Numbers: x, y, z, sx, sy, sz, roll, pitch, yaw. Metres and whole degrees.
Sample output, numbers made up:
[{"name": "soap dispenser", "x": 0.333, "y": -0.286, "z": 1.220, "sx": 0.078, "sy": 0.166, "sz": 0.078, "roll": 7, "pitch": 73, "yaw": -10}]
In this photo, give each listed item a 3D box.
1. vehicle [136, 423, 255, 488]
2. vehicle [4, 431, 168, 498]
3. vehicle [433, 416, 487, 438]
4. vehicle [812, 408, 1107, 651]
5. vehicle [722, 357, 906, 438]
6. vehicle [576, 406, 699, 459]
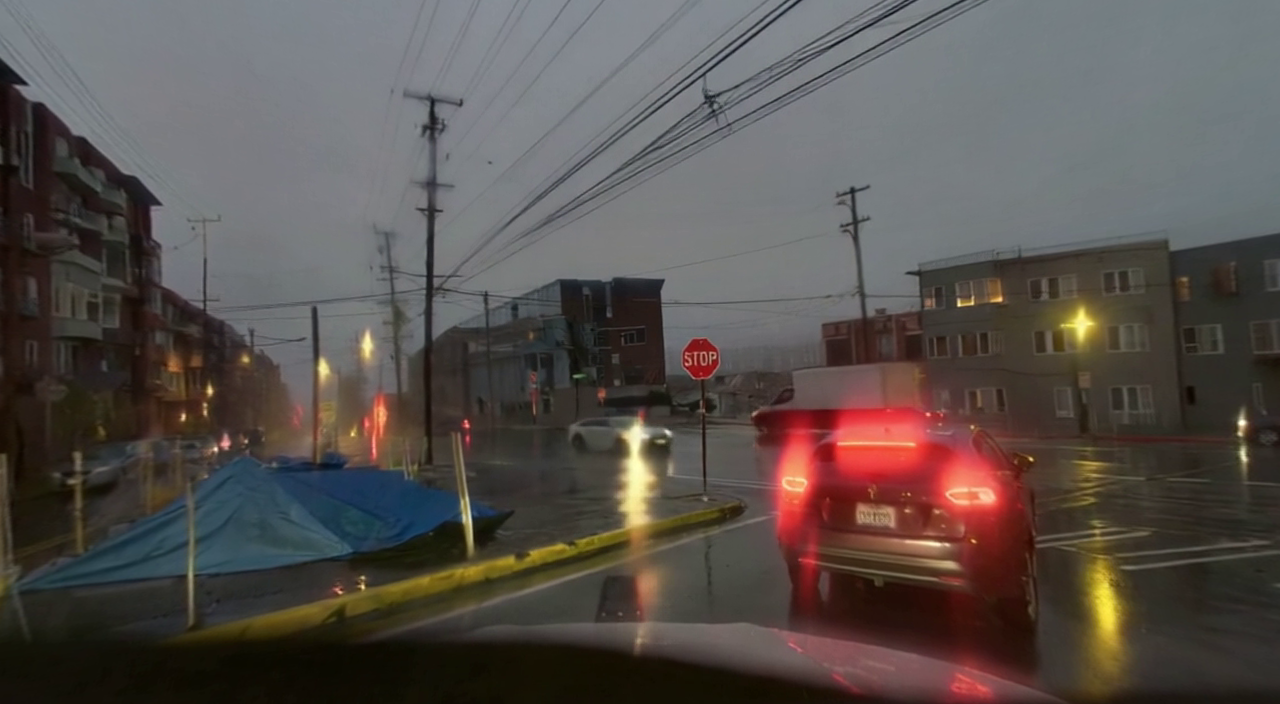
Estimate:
[{"name": "vehicle", "x": -13.392, "y": 3.115, "z": 19.323, "sx": 1.987, "sy": 1.686, "sz": 3.971, "roll": 0, "pitch": -8, "yaw": -21}, {"name": "vehicle", "x": -17.136, "y": 3.462, "z": 19.955, "sx": 2.054, "sy": 1.800, "sz": 5.212, "roll": 3, "pitch": -9, "yaw": -20}, {"name": "vehicle", "x": -13.654, "y": 5.697, "z": 47.787, "sx": 2.089, "sy": 1.506, "sz": 4.641, "roll": 7, "pitch": -11, "yaw": -41}, {"name": "vehicle", "x": 3.438, "y": 1.545, "z": 6.657, "sx": 1.945, "sy": 1.647, "sz": 4.160, "roll": -6, "pitch": -10, "yaw": 32}, {"name": "vehicle", "x": 7.328, "y": 2.159, "z": 27.455, "sx": 7.172, "sy": 3.075, "sz": 2.584, "roll": -7, "pitch": -10, "yaw": 42}, {"name": "vehicle", "x": -0.162, "y": 2.970, "z": 22.948, "sx": 4.320, "sy": 1.724, "sz": 1.870, "roll": -8, "pitch": -11, "yaw": 42}]
